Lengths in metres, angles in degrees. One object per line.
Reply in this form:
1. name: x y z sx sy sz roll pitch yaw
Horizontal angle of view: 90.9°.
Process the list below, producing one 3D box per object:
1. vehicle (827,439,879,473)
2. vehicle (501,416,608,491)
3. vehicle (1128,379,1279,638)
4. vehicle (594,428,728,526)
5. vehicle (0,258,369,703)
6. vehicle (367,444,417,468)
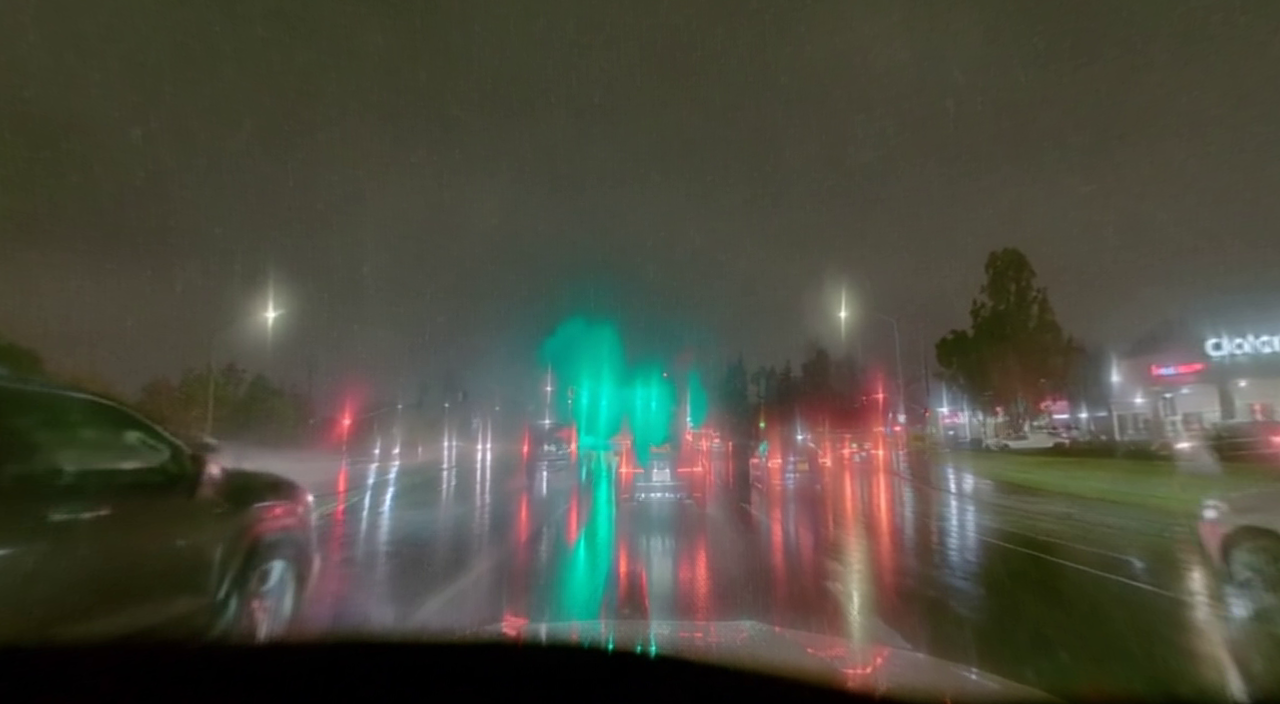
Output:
1. vehicle: 10.214 4.970 30.455 1.900 1.507 4.151 -2 -9 13
2. vehicle: -2.360 3.018 18.997 2.289 1.935 5.227 0 -8 2
3. vehicle: 5.507 0.920 3.226 2.141 1.794 4.933 0 -8 2
4. vehicle: 0.310 2.233 11.844 2.061 1.494 4.079 0 -8 0
5. vehicle: -3.023 0.651 2.022 2.124 1.829 4.799 0 -8 0
6. vehicle: -16.702 6.983 42.620 1.880 1.470 4.514 0 -8 -5
